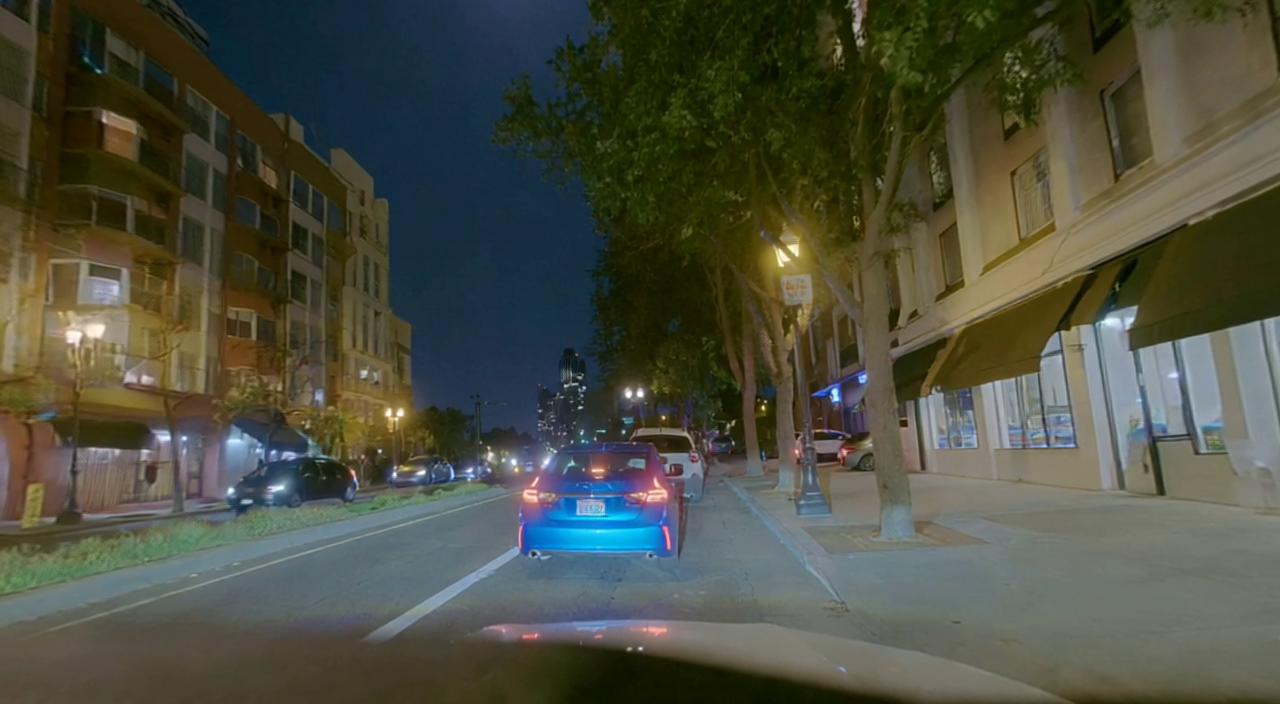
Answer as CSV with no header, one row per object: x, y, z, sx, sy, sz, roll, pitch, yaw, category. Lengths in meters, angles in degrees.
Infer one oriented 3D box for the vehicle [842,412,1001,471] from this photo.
9.037,2.831,20.242,4.558,1.528,1.915,0,-8,-23,vehicle

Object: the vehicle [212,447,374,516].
-11.013,4.069,20.589,2.081,1.718,5.342,-6,-9,3,vehicle

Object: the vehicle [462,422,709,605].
-0.279,1.635,7.297,1.939,1.478,3.922,-2,-8,9,vehicle

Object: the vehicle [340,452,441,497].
-10.265,5.032,26.280,1.826,1.432,4.556,-7,-9,8,vehicle
